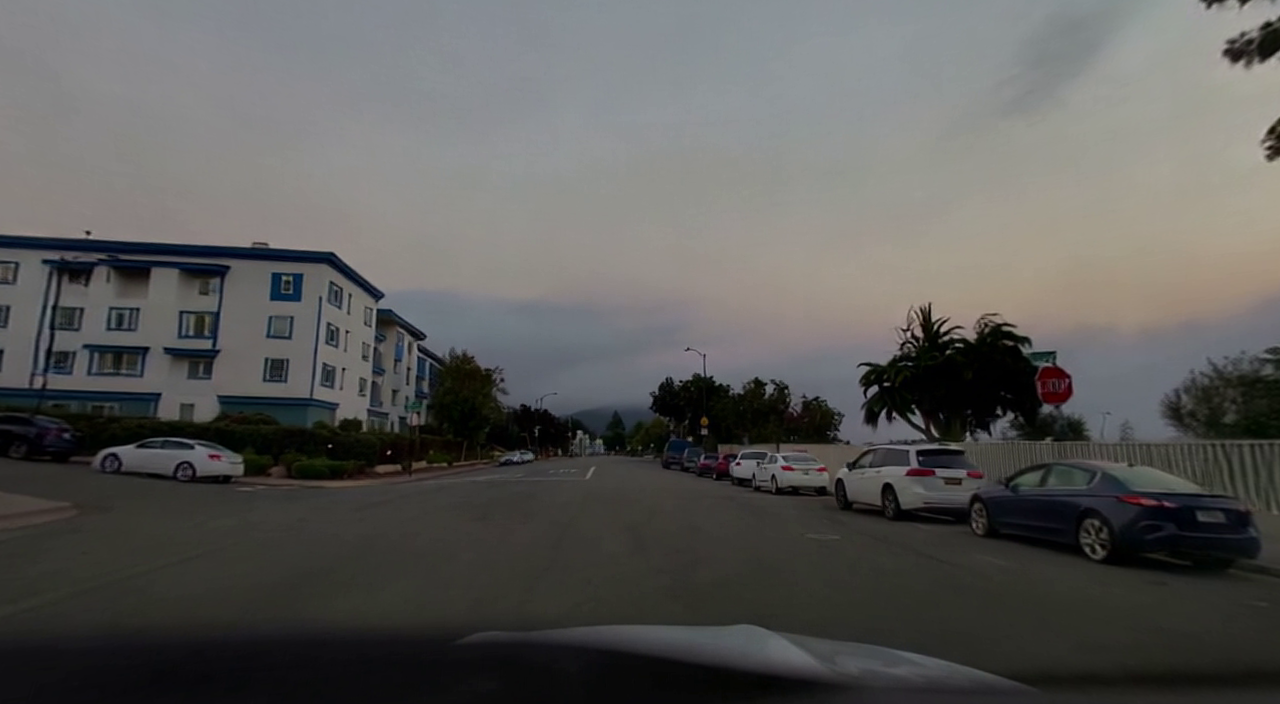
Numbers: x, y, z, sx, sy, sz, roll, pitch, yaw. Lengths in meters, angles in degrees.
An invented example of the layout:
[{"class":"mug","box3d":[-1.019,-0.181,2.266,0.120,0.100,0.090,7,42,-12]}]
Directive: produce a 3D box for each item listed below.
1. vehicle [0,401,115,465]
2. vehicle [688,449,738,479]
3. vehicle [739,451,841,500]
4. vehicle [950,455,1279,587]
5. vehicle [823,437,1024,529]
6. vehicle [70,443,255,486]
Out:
[{"class":"vehicle","box3d":[-21.307,2.757,22.010,4.598,1.645,2.019,6,-7,13]},{"class":"vehicle","box3d":[4.017,6.278,35.668,1.901,1.495,4.340,0,-9,-6]},{"class":"vehicle","box3d":[5.302,4.425,23.140,2.122,1.554,4.777,1,-9,-6]},{"class":"vehicle","box3d":[6.593,2.218,9.151,1.900,1.368,4.176,0,-8,-3]},{"class":"vehicle","box3d":[6.159,2.867,14.554,1.917,1.704,4.840,1,-9,-7]},{"class":"vehicle","box3d":[-16.180,3.804,21.695,4.603,1.335,1.889,2,-9,-14]}]
